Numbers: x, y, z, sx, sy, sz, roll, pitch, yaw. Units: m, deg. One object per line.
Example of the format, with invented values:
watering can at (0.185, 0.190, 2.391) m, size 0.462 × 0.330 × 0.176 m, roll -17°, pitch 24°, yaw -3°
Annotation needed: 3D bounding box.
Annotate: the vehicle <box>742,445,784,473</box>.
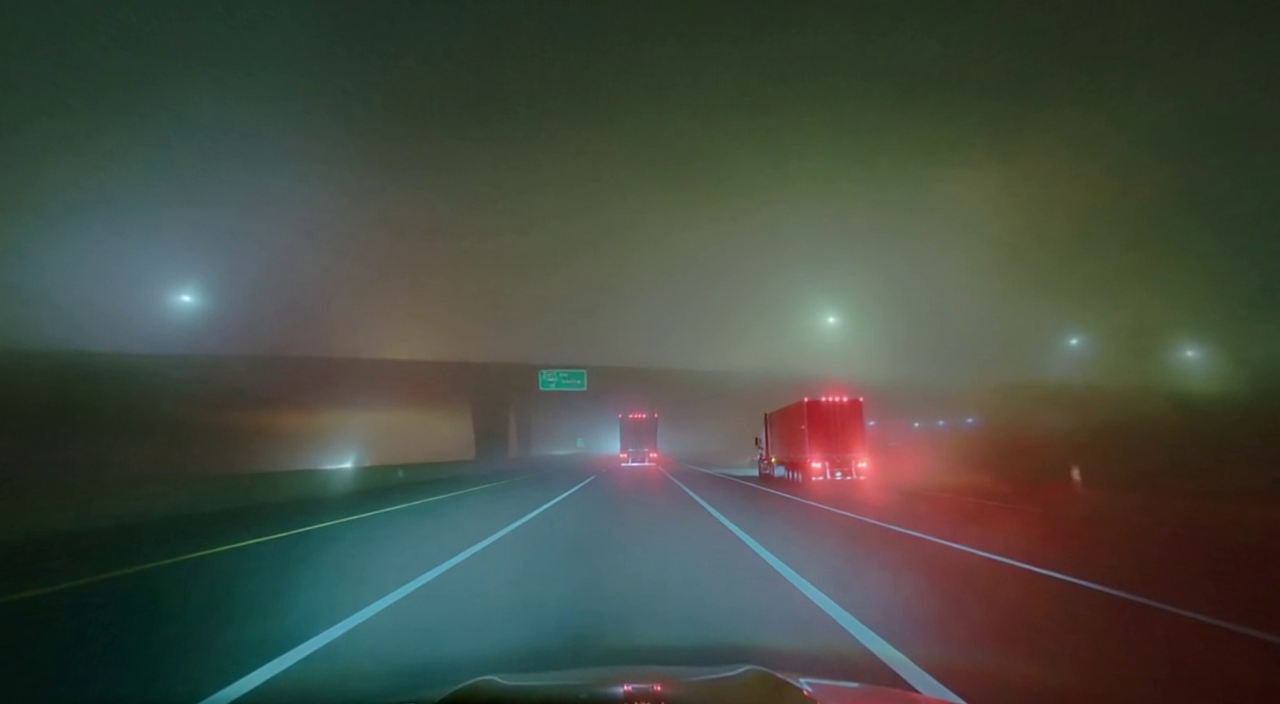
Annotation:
vehicle at (7.240, 6.331, 37.451) m, size 1.687 × 1.503 × 3.688 m, roll 0°, pitch -9°, yaw 0°
